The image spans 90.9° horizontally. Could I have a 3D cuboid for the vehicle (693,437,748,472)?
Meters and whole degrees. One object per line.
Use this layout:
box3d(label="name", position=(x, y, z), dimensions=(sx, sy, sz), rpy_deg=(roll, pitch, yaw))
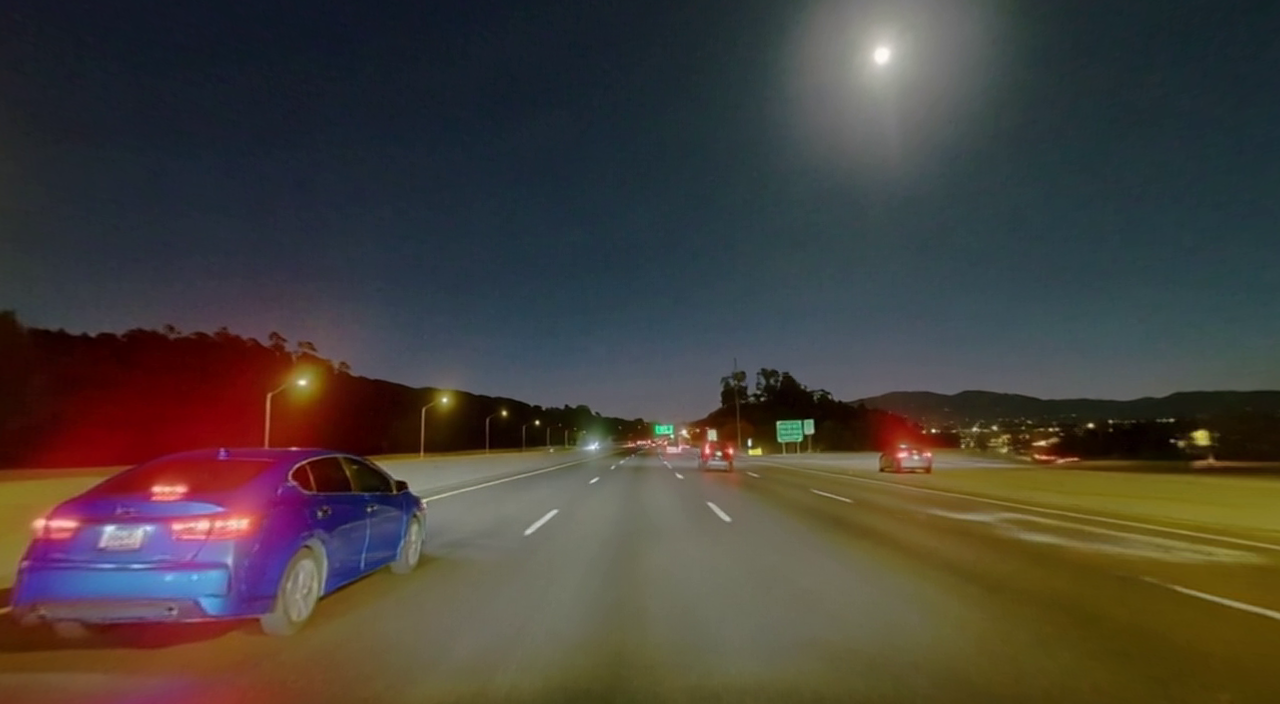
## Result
box3d(label="vehicle", position=(3.708, 4.799, 29.703), dimensions=(1.916, 1.469, 4.481), rpy_deg=(0, -8, -1))
